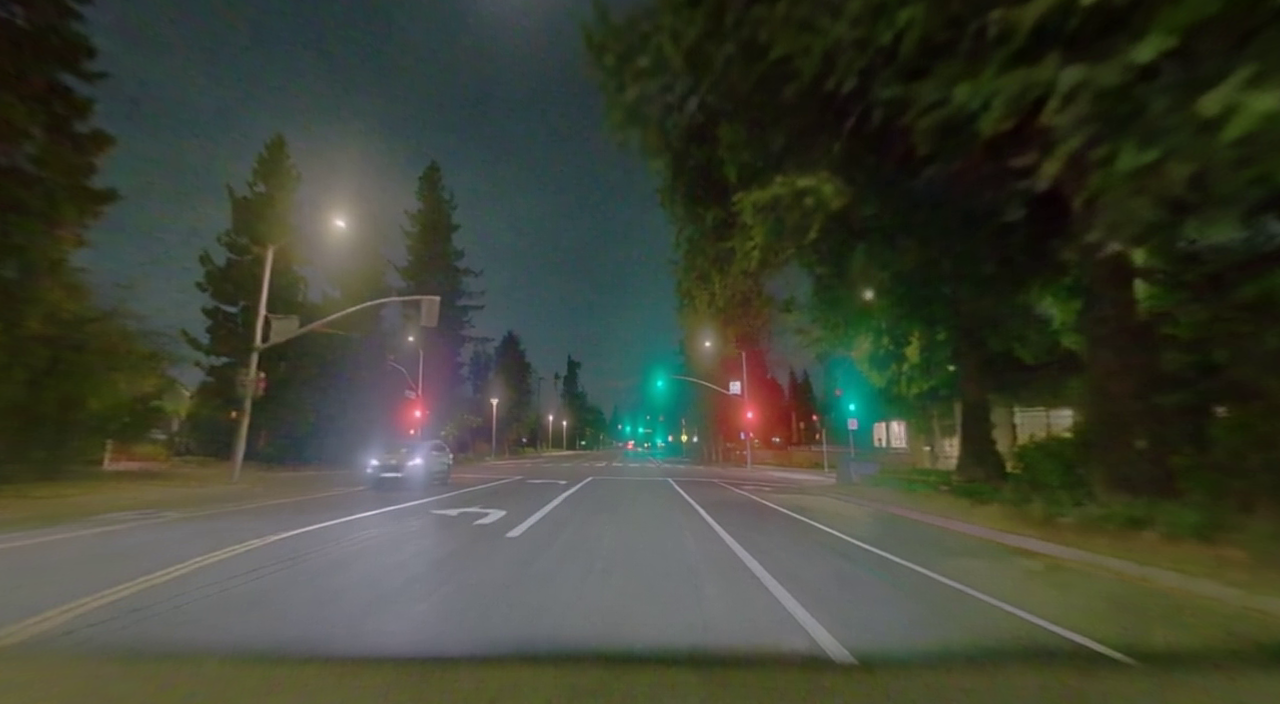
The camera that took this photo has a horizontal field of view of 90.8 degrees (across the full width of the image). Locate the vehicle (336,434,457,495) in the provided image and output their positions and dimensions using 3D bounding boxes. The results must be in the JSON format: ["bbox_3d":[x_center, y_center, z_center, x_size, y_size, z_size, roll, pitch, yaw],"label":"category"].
[{"bbox_3d":[-7.637,3.554,20.375,2.091,1.727,4.413,0,-8,1],"label":"vehicle"}]
